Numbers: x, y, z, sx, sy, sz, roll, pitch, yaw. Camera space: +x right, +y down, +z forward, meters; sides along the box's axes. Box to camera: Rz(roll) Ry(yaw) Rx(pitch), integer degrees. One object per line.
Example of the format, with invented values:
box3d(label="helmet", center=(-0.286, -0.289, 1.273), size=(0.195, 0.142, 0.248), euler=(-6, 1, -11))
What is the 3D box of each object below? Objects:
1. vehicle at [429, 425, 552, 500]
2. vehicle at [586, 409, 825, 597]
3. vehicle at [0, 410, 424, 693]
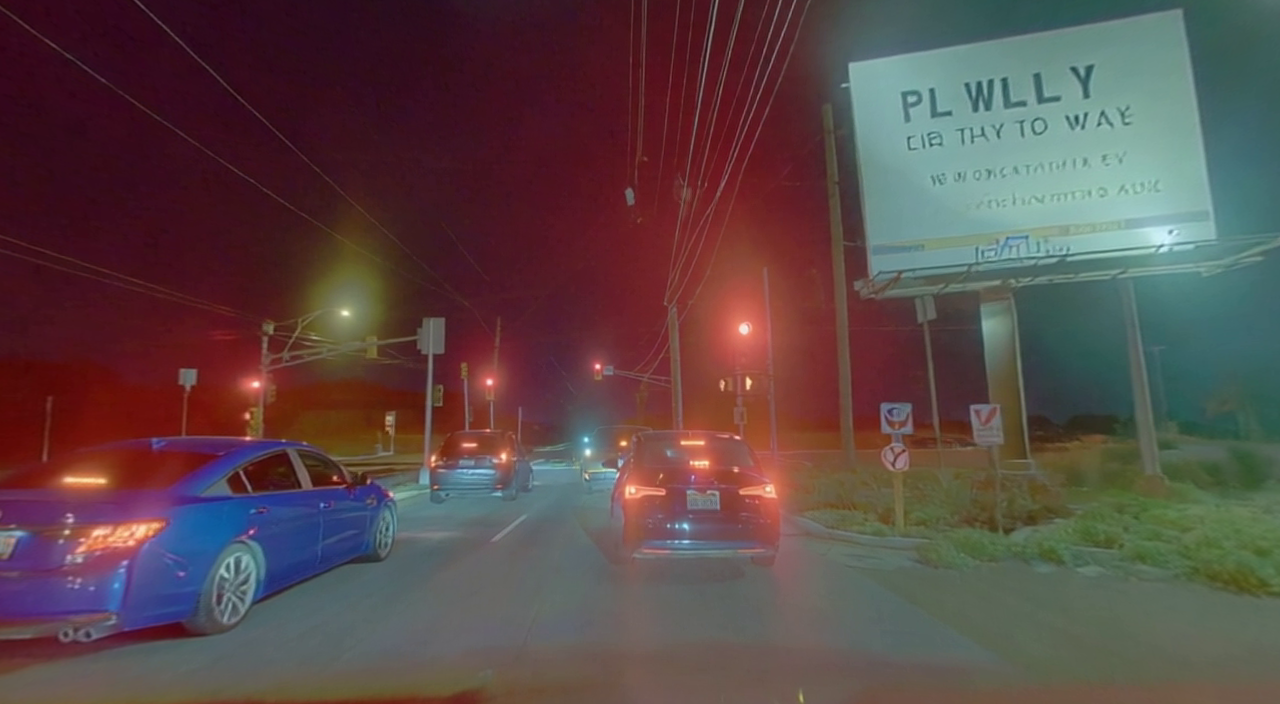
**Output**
box3d(label="vehicle", center=(-3.317, 2.552, 14.871), size=(1.984, 1.505, 4.047), euler=(0, -8, -1))
box3d(label="vehicle", center=(0.432, 1.549, 7.297), size=(1.998, 1.529, 3.960), euler=(1, -8, -3))
box3d(label="vehicle", center=(-3.691, 1.383, 5.653), size=(1.956, 1.468, 4.585), euler=(0, -8, -1))
